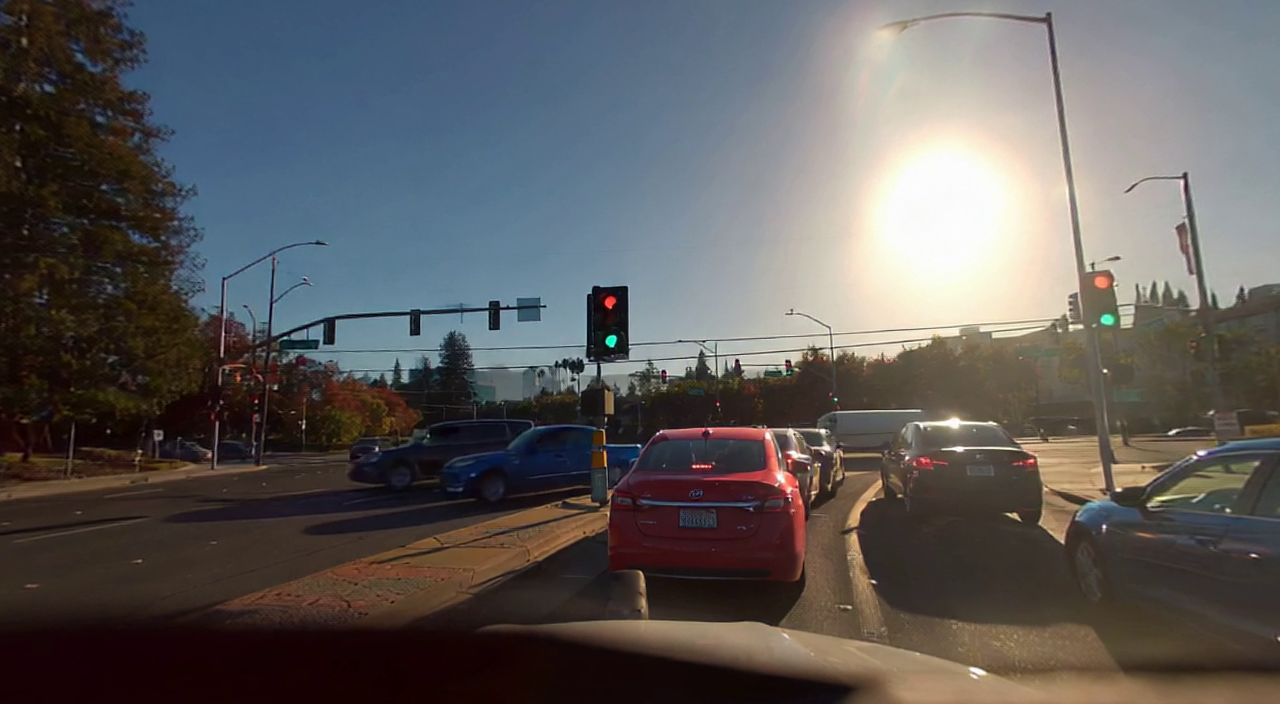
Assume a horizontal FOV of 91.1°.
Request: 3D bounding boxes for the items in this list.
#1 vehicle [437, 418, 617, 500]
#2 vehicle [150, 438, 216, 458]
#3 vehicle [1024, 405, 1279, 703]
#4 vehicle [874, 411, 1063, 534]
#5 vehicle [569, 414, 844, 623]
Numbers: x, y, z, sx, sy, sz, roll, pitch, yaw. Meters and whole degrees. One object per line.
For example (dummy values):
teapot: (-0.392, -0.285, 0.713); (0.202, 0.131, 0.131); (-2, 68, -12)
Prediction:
vehicle: (-2.408, 2.455, 14.813); (1.918, 1.589, 4.556); (-4, -9, 24)
vehicle: (-35.380, 7.440, 48.637); (1.652, 1.433, 3.733); (-7, -11, 40)
vehicle: (4.244, 1.057, 3.358); (1.954, 1.508, 4.441); (-1, -8, 6)
vehicle: (5.532, 2.044, 11.282); (2.102, 1.717, 4.373); (-2, -9, 16)
vehicle: (0.854, 1.500, 6.683); (2.052, 1.483, 3.928); (-2, -8, 12)
